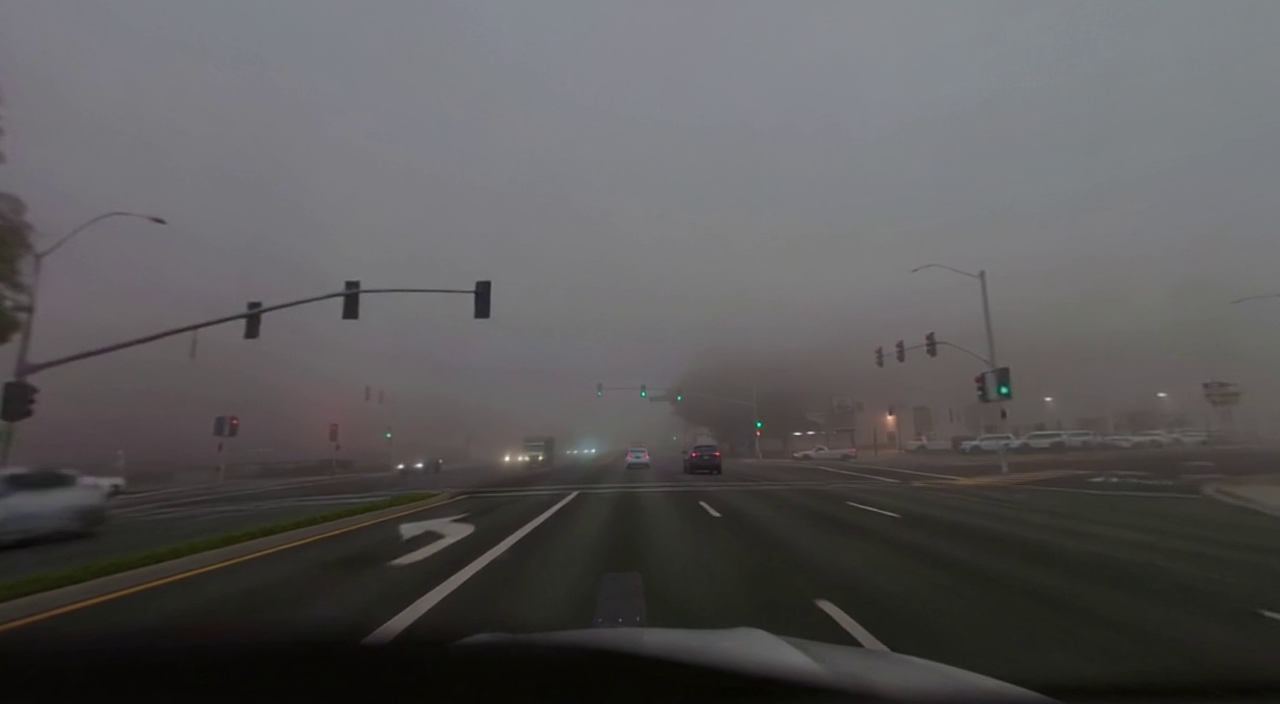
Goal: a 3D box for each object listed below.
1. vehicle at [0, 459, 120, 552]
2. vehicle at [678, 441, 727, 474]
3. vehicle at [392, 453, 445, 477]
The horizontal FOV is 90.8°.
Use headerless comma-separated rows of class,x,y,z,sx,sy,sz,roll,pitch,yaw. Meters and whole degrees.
vehicle,-11.626,2.607,10.630,1.891,1.481,4.533,0,-8,-1
vehicle,3.250,5.599,33.848,2.022,1.643,4.326,0,-8,-2
vehicle,-15.486,7.901,44.461,2.086,1.483,4.418,0,-8,0
